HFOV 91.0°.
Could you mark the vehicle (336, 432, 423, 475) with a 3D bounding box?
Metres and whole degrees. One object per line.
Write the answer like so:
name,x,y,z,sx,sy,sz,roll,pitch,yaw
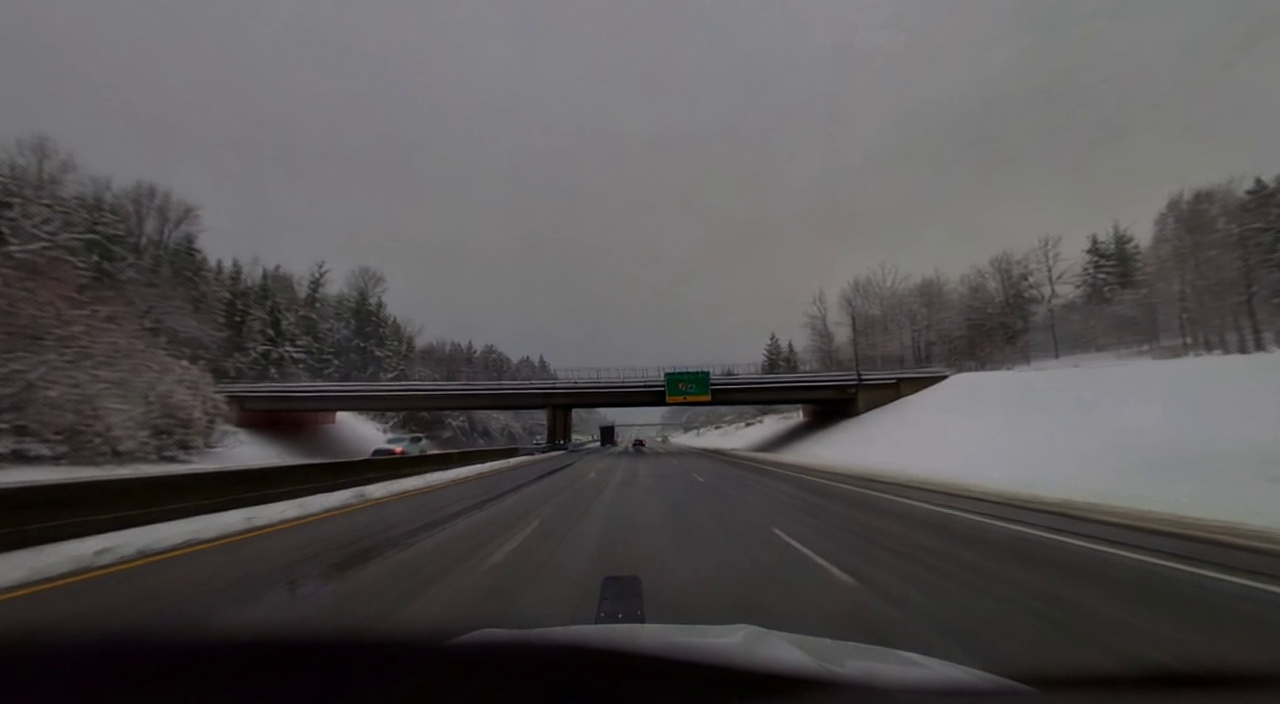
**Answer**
vehicle,-12.497,4.865,30.572,2.229,1.873,4.698,0,-8,0
